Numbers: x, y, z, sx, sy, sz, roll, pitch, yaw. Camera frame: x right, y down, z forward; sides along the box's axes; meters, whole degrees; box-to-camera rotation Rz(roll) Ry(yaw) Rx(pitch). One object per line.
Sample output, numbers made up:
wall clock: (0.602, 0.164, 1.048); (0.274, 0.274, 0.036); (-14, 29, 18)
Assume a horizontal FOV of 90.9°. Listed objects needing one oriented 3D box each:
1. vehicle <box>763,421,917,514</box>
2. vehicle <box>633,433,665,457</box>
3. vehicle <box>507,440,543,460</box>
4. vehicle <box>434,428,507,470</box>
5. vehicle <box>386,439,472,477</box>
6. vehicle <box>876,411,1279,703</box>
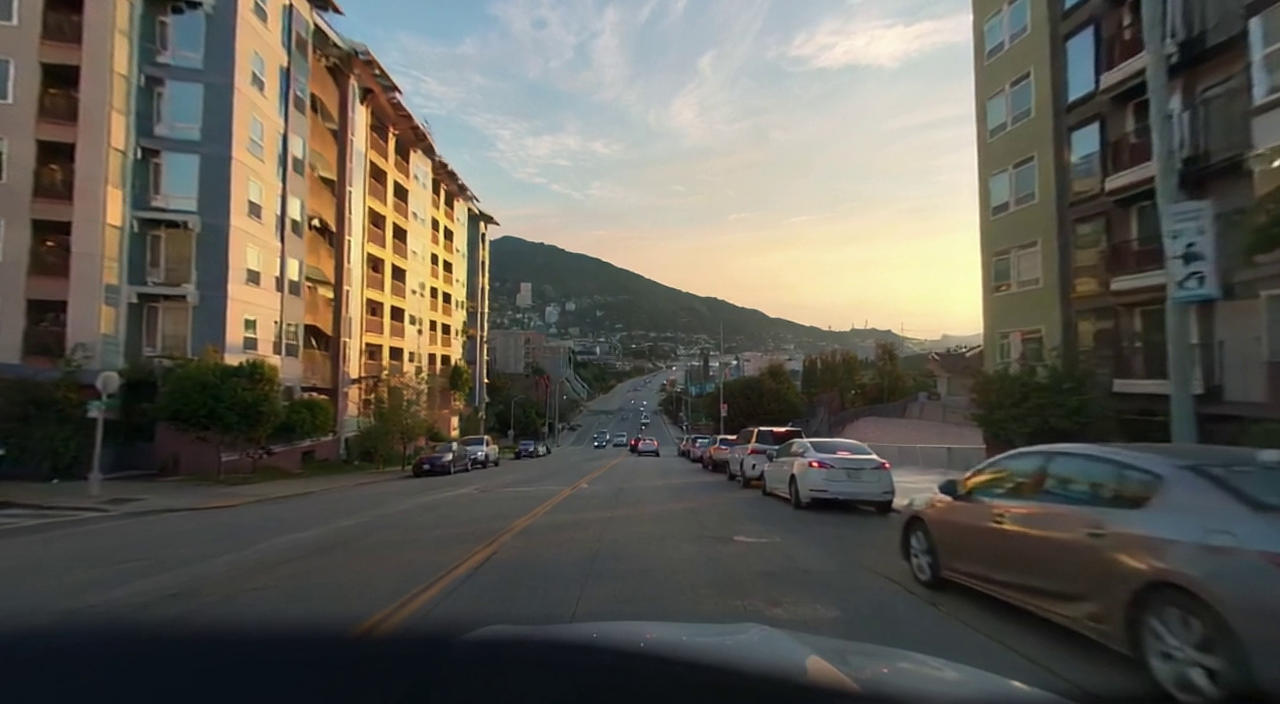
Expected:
vehicle: (3.825, 2.251, 12.646); (1.946, 1.607, 3.082); (0, -8, -2)
vehicle: (0.664, 6.957, 47.164); (2.261, 1.740, 4.065); (0, -8, 0)
vehicle: (-8.967, 7.641, 49.427); (2.021, 1.474, 4.337); (0, -8, -1)
vehicle: (-9.030, 5.223, 34.159); (2.457, 2.048, 5.461); (0, -8, 0)
vehicle: (-9.293, 4.673, 28.221); (2.089, 1.549, 4.597); (-1, -8, 2)
vehicle: (3.501, 1.176, 4.006); (2.107, 1.439, 4.938); (0, -8, 0)
